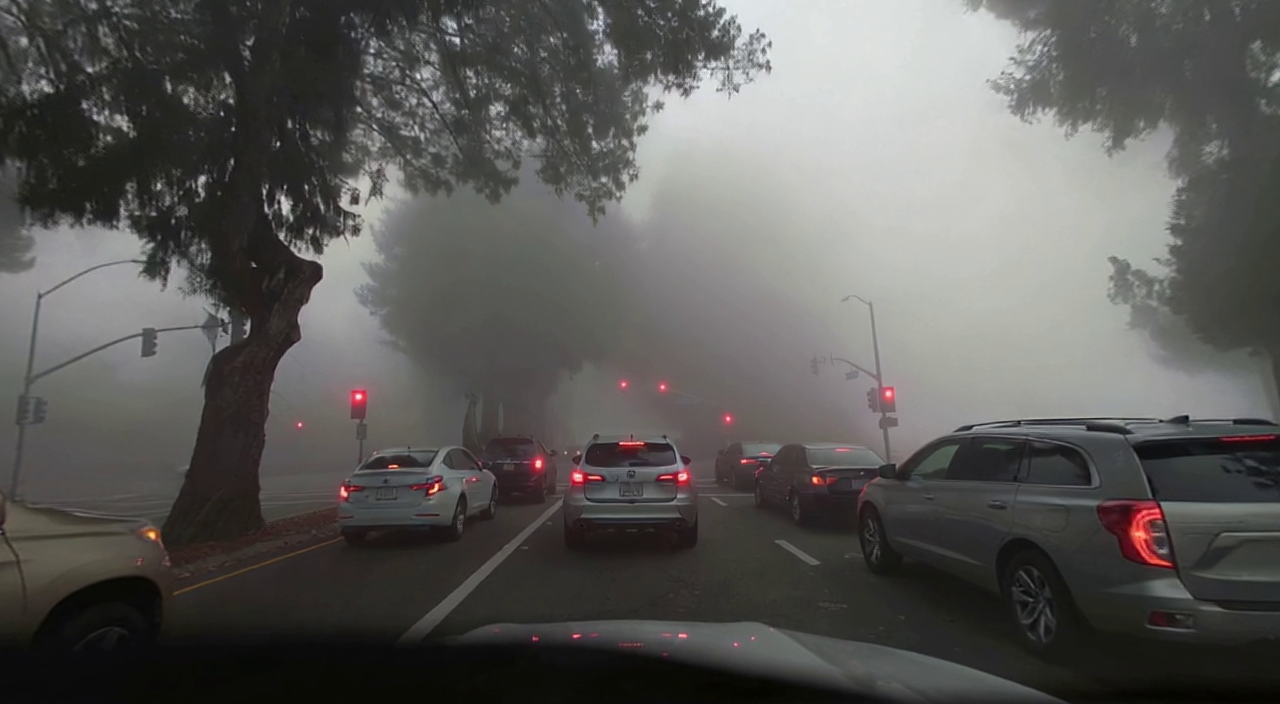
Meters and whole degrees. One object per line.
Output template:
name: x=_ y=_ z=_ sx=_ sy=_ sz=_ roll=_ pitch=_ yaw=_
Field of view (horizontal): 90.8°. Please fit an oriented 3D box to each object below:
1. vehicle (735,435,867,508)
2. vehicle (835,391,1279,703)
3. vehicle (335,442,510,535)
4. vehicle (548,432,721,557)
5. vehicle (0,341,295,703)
vehicle: x=3.646 y=2.779 z=15.243 sx=1.922 sy=1.472 sz=4.440 roll=0 pitch=-8 yaw=-1
vehicle: x=3.386 y=1.309 z=5.427 sx=1.933 sy=1.564 sz=4.600 roll=0 pitch=-8 yaw=0
vehicle: x=-3.929 y=2.508 z=12.332 sx=1.919 sy=1.459 sz=4.371 roll=0 pitch=-8 yaw=-1
vehicle: x=-0.077 y=2.002 z=9.601 sx=2.061 sy=1.470 sz=3.970 roll=0 pitch=-8 yaw=0
vehicle: x=-3.660 y=0.839 z=2.542 sx=2.047 sy=1.764 sz=4.369 roll=0 pitch=-8 yaw=0
